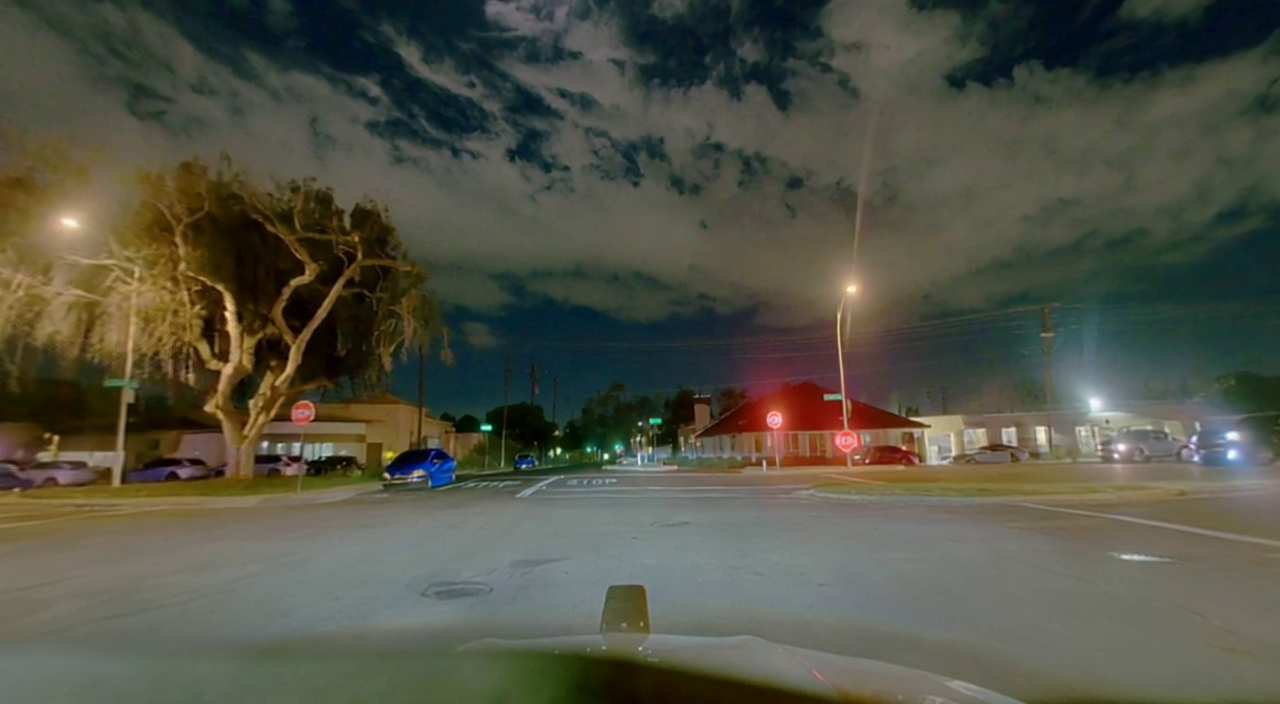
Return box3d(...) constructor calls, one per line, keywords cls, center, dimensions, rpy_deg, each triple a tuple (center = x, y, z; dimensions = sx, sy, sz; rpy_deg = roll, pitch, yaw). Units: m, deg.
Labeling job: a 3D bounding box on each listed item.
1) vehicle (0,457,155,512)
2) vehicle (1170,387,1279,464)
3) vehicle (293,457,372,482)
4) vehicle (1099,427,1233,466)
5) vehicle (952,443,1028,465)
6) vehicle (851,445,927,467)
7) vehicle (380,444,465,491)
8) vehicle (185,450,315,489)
box3d(cls="vehicle", center=(-16.739, 3.762, 18.114), dimensions=(4.233, 1.432, 1.755), rpy_deg=(-1, -9, 5))
box3d(cls="vehicle", center=(32.959, 3.726, 31.472), dimensions=(10.986, 3.604, 2.707), rpy_deg=(1, -10, -6))
box3d(cls="vehicle", center=(-20.521, 7.841, 42.196), dimensions=(4.277, 1.527, 1.987), rpy_deg=(0, -8, -3))
box3d(cls="vehicle", center=(28.679, 5.121, 34.482), dimensions=(5.277, 2.032, 2.408), rpy_deg=(1, -7, -4))
box3d(cls="vehicle", center=(25.087, 7.285, 45.195), dimensions=(4.323, 1.507, 1.896), rpy_deg=(0, -8, -4))
box3d(cls="vehicle", center=(17.625, 7.369, 44.677), dimensions=(4.528, 1.458, 1.939), rpy_deg=(1, -7, -5))
box3d(cls="vehicle", center=(-8.874, 4.693, 26.212), dimensions=(2.156, 1.620, 4.945), rpy_deg=(0, -7, -5))
box3d(cls="vehicle", center=(-17.984, 5.397, 29.281), dimensions=(2.010, 1.583, 4.582), rpy_deg=(-6, -10, 34))
